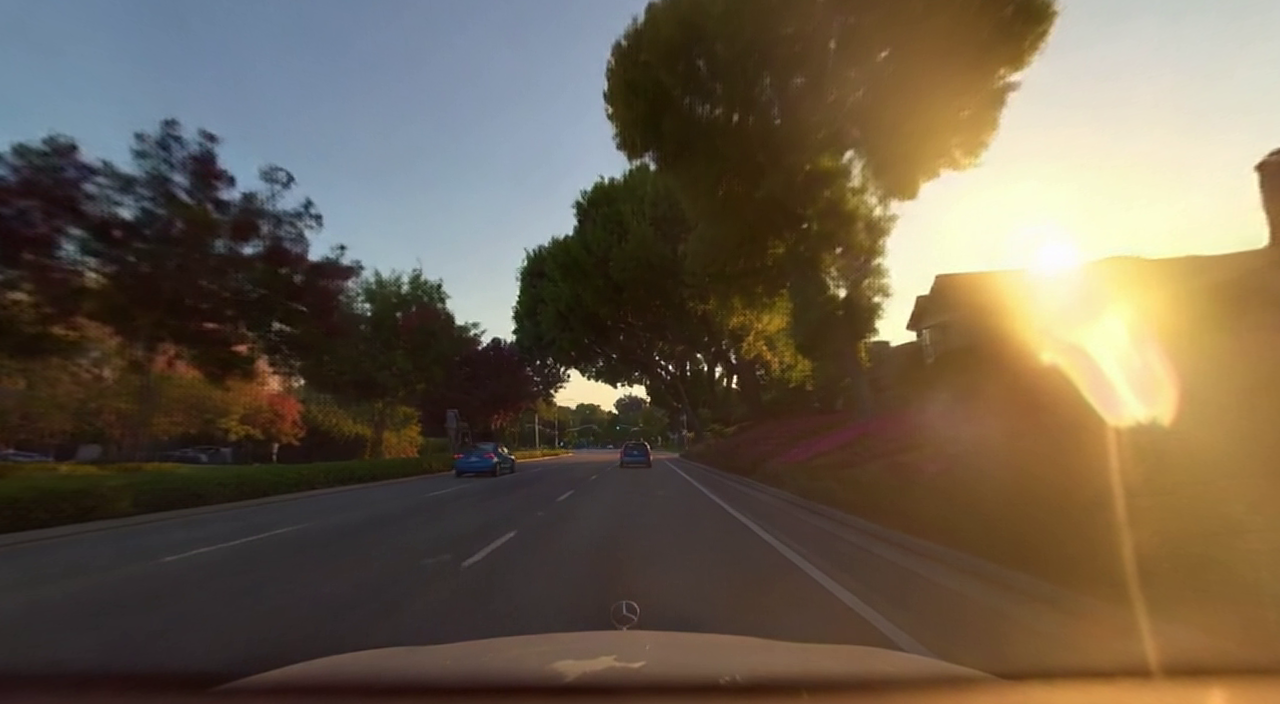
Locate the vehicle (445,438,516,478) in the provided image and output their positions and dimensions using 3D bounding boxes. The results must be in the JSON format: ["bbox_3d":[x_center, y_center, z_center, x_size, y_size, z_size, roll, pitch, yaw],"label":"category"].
[{"bbox_3d":[-7.188,4.803,28.951,1.993,1.657,4.487,0,-8,1],"label":"vehicle"}]

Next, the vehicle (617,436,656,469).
[{"bbox_3d":[-0.180,5.746,36.347,2.070,1.764,4.552,0,-8,0],"label":"vehicle"}]
